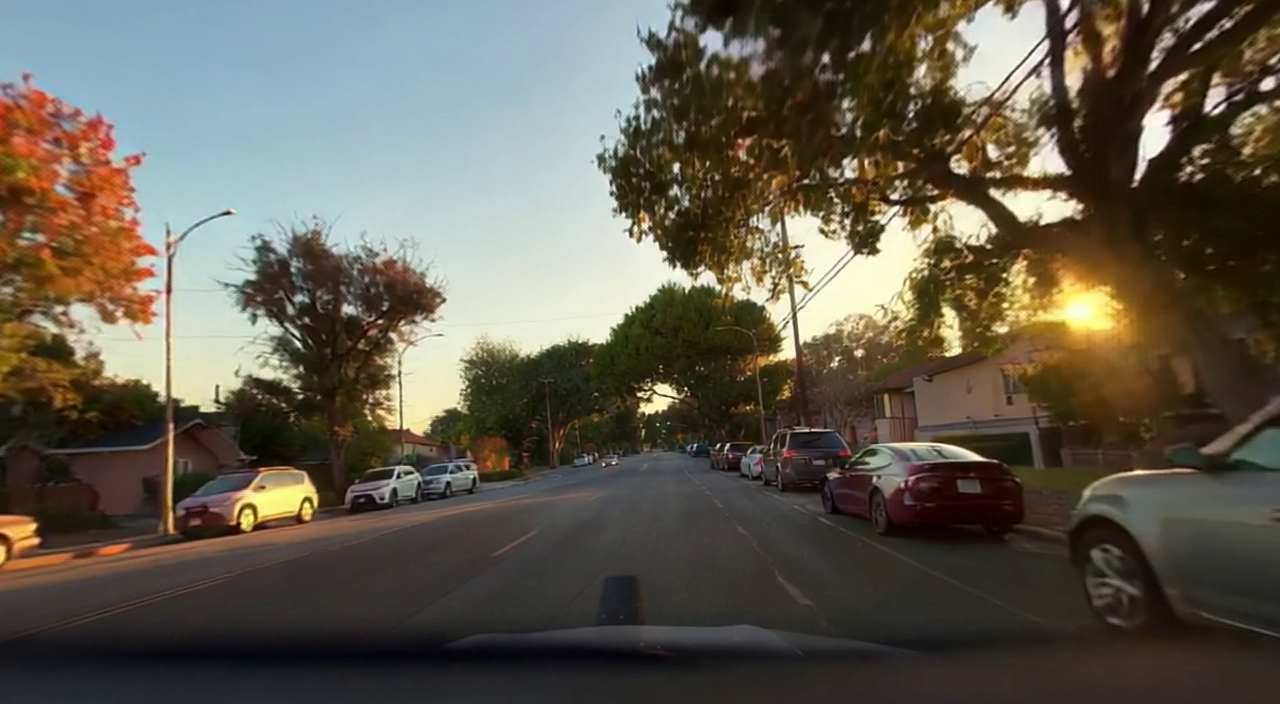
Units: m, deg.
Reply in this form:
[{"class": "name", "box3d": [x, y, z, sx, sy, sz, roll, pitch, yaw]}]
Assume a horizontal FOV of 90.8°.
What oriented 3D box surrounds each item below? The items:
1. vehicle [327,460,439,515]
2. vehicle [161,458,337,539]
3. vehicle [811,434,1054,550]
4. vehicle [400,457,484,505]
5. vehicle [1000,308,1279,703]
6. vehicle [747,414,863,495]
[{"class": "vehicle", "box3d": [-10.343, 5.469, 26.006, 2.089, 1.837, 5.499, -1, -8, 3]}, {"class": "vehicle", "box3d": [-10.716, 3.995, 17.814, 1.937, 1.837, 4.414, -1, -8, 3]}, {"class": "vehicle", "box3d": [4.516, 2.212, 10.861, 1.927, 1.483, 5.100, -1, -8, 3]}, {"class": "vehicle", "box3d": [-9.822, 6.415, 32.017, 2.282, 2.060, 5.738, -1, -8, 1]}, {"class": "vehicle", "box3d": [3.969, 0.674, 2.371, 2.199, 1.885, 5.461, -1, -8, 3]}, {"class": "vehicle", "box3d": [4.964, 3.198, 20.051, 2.330, 2.160, 5.550, -1, -8, 2]}]
